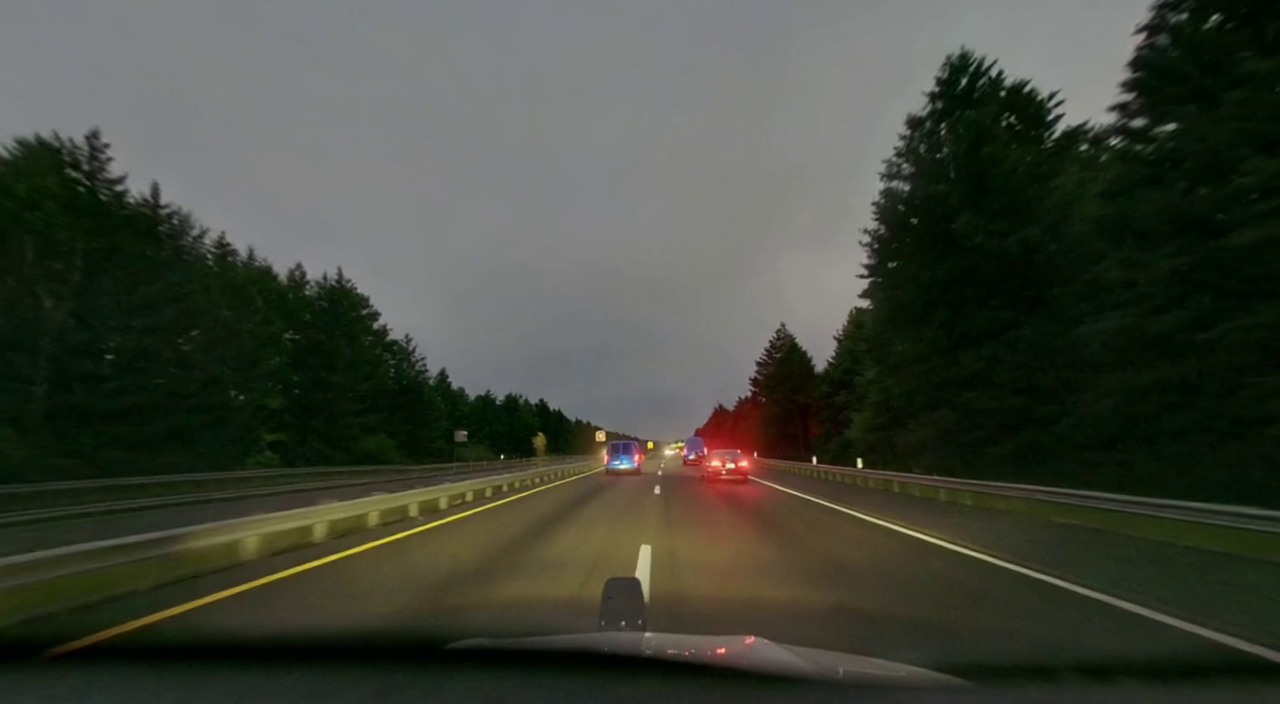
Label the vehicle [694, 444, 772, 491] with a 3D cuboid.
[{"bbox_3d":[3.064,3.920,21.768,2.043,1.431,4.922,0,-9,1],"label":"vehicle"}]

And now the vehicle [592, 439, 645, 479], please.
[{"bbox_3d":[-0.907,4.939,29.287,2.087,1.707,4.316,-1,-9,2],"label":"vehicle"}]

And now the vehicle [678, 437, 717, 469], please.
[{"bbox_3d":[3.884,6.927,43.158,2.371,2.045,4.768,-1,-9,2],"label":"vehicle"}]
